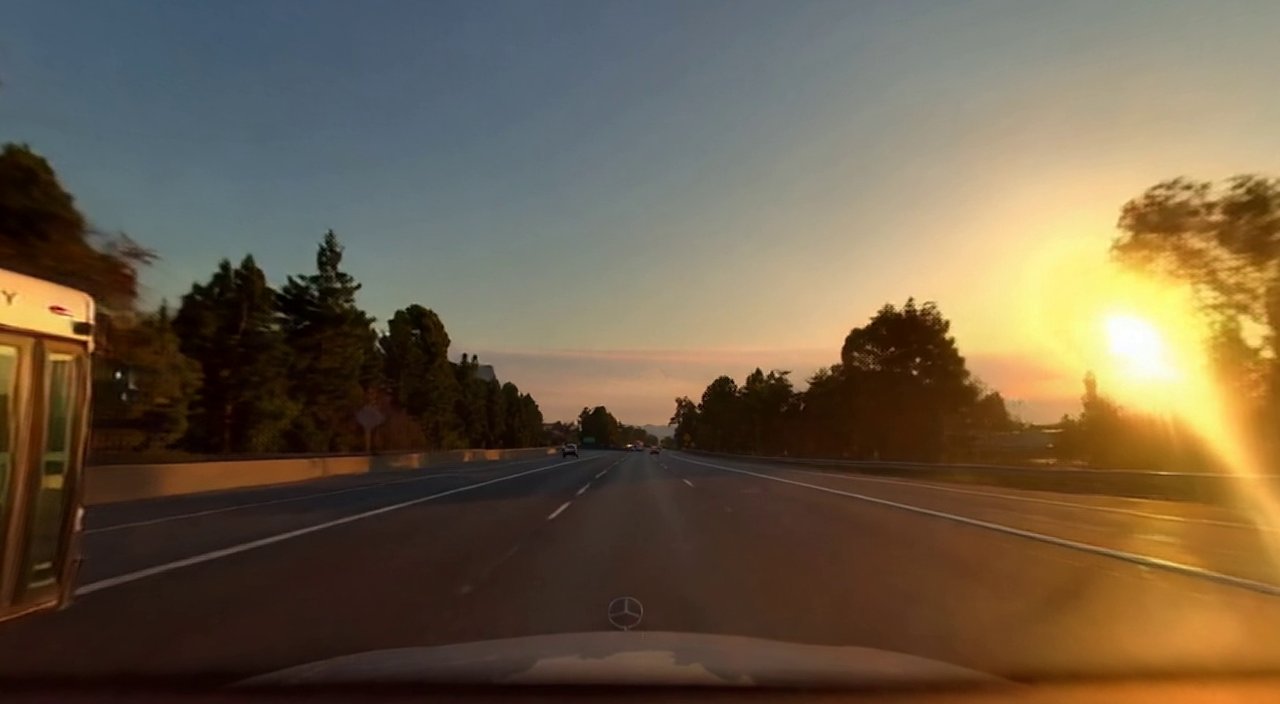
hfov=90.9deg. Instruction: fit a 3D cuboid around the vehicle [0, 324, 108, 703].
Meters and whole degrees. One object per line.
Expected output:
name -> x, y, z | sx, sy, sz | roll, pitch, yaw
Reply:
vehicle -> -4.349, 0.559, 1.141 | 2.127, 1.985, 5.205 | 0, -8, 1
